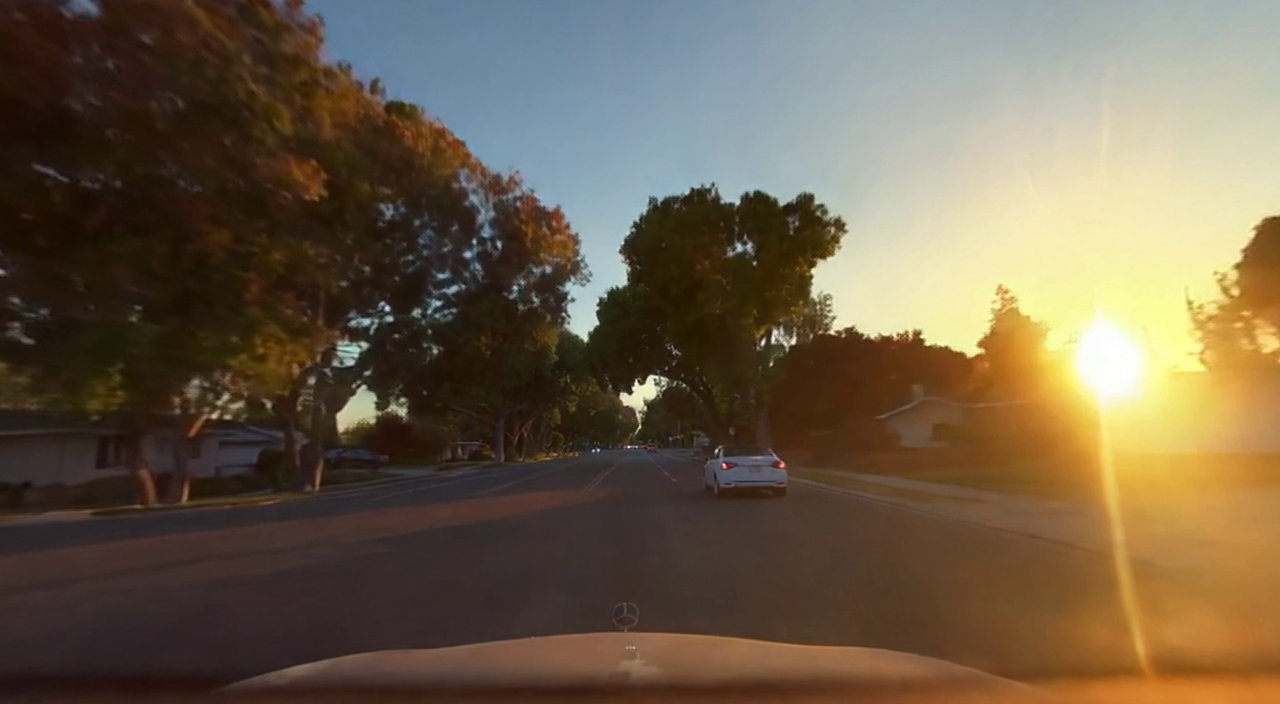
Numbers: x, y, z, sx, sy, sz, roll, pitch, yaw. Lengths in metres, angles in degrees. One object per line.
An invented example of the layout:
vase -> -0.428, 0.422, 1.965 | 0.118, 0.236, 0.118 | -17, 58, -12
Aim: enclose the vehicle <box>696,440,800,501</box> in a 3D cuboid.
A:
vehicle -> 2.903, 3.289, 17.992 | 2.057, 1.493, 4.225 | 0, -8, -2
